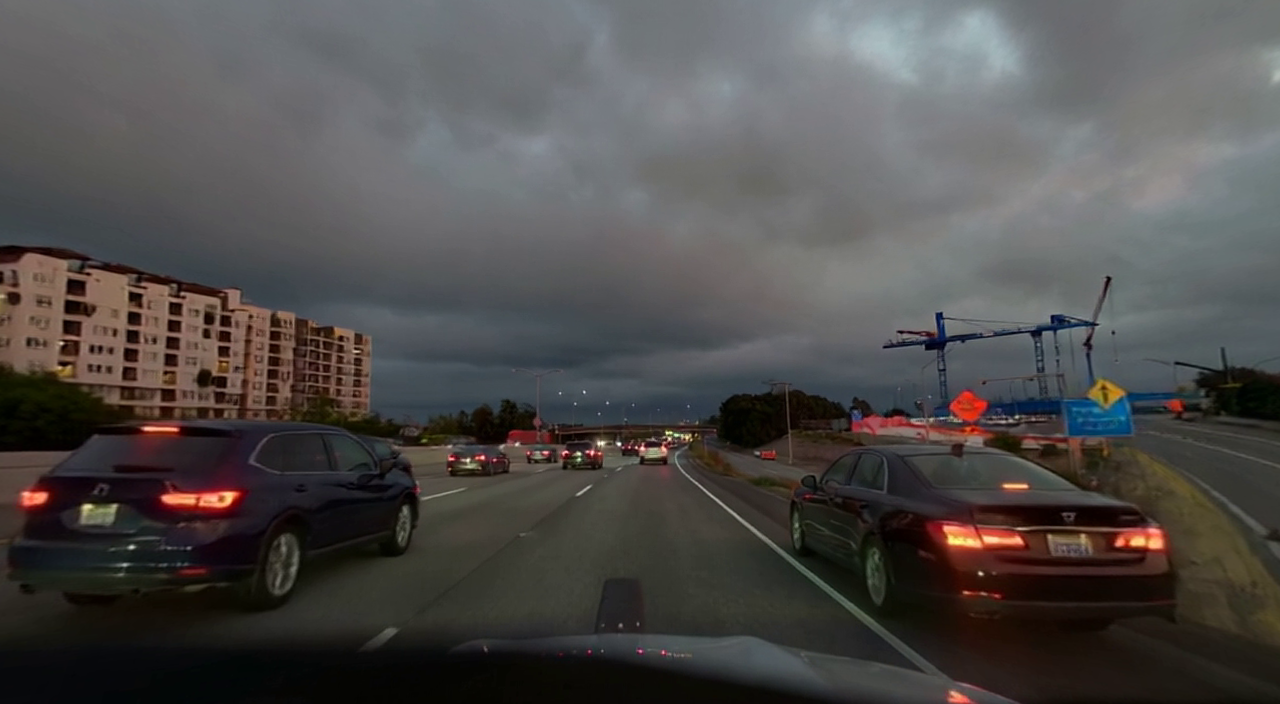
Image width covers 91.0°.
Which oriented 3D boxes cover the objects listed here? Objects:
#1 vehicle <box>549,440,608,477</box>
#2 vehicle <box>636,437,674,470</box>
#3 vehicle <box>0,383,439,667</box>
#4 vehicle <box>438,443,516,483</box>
[{"bbox_3d":[-2.857,5.087,30.359,2.109,1.657,4.554,0,-9,3],"label":"vehicle"},{"bbox_3d":[0.866,5.986,37.313,2.116,1.763,4.352,0,-9,1],"label":"vehicle"},{"bbox_3d":[-3.747,1.371,6.106,2.045,1.710,4.382,0,-8,1],"label":"vehicle"},{"bbox_3d":[-6.754,4.628,26.577,1.959,1.486,4.460,0,-9,2],"label":"vehicle"}]
